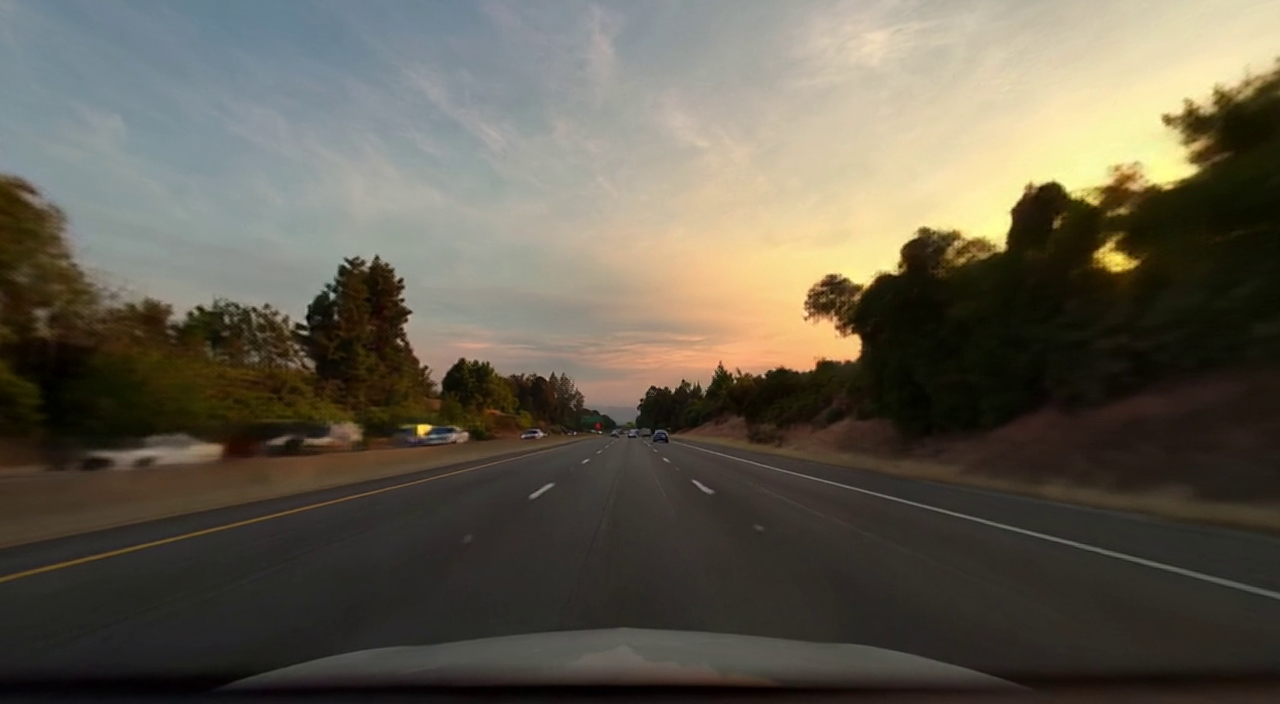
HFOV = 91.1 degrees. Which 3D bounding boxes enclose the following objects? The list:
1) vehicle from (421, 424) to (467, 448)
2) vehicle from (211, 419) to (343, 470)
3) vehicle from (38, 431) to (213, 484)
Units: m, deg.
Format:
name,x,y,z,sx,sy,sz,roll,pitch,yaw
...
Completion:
name,x,y,z,sx,sy,sz,roll,pitch,yaw
vehicle,-14.976,6.473,48.249,2.091,1.734,4.809,0,-8,-1
vehicle,-12.913,3.318,22.830,1.885,1.614,4.917,0,-8,-1
vehicle,-16.526,3.372,20.603,1.840,1.492,4.707,0,-8,-1
